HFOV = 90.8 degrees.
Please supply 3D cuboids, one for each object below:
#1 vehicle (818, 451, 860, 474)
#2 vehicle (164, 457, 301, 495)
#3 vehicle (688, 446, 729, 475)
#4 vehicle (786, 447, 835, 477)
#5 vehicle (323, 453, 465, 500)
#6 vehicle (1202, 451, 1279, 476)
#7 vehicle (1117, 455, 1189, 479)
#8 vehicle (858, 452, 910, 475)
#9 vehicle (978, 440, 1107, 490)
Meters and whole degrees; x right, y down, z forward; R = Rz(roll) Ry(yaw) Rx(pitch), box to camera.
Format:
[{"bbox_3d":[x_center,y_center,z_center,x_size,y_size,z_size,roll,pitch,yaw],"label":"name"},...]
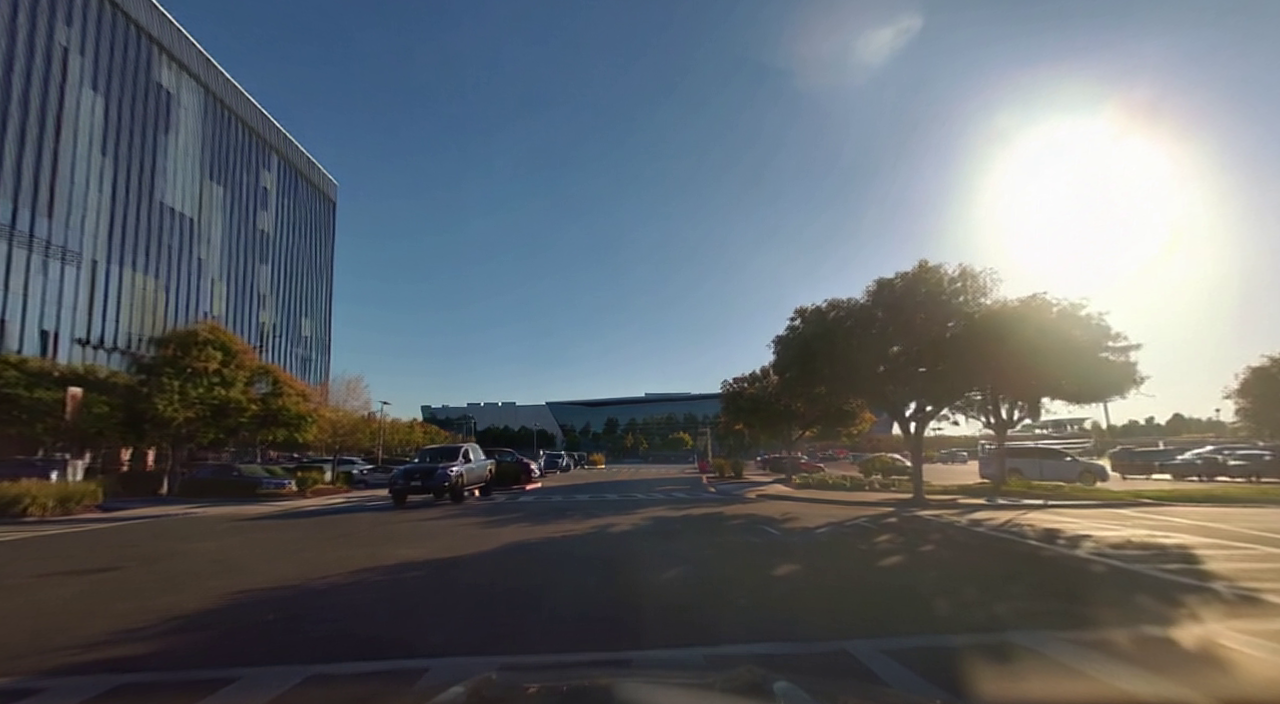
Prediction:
[{"bbox_3d":[14.173,7.879,45.199,1.935,1.477,3.719,0,-8,4],"label":"vehicle"},{"bbox_3d":[-16.641,5.061,25.926,4.331,1.437,1.876,0,-8,3],"label":"vehicle"},{"bbox_3d":[4.551,7.282,42.791,2.262,1.794,5.331,0,-8,0],"label":"vehicle"},{"bbox_3d":[10.532,6.785,39.271,1.936,1.673,4.305,0,-8,2],"label":"vehicle"},{"bbox_3d":[-8.700,4.356,22.464,4.442,1.504,1.809,4,-10,-28],"label":"vehicle"},{"bbox_3d":[36.970,6.774,38.453,1.678,1.423,4.191,0,-9,1],"label":"vehicle"},{"bbox_3d":[31.217,6.980,38.550,1.519,1.371,3.278,0,-8,-1],"label":"vehicle"},{"bbox_3d":[17.096,7.809,44.504,1.971,1.478,4.477,0,-8,1],"label":"vehicle"},{"bbox_3d":[16.486,4.613,26.298,2.048,1.852,4.998,0,-8,0],"label":"vehicle"}]
